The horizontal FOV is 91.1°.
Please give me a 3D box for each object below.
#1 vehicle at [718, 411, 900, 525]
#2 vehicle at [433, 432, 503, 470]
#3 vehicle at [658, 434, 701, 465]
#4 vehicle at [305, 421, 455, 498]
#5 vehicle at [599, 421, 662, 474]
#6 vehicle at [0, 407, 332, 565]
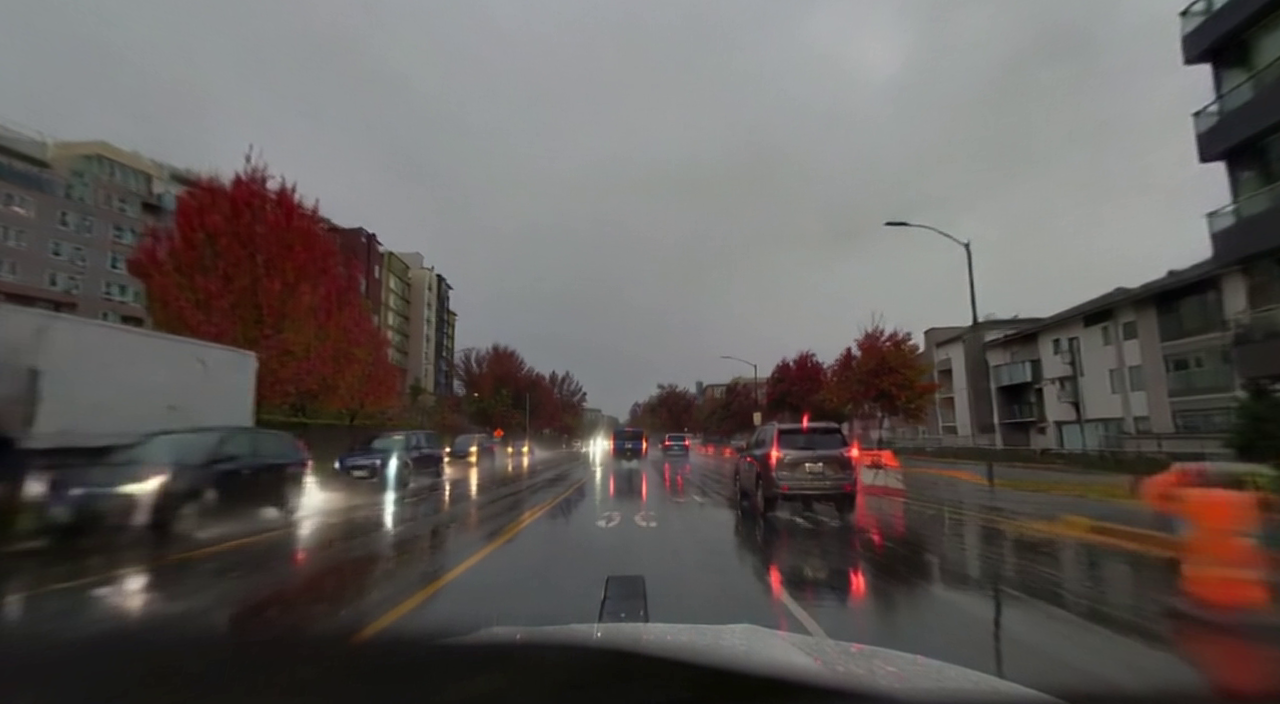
[{"bbox_3d":[3.075,2.292,12.966,2.120,1.828,5.531,0,-9,-1],"label":"vehicle"},{"bbox_3d":[-9.510,5.529,35.182,2.192,1.923,4.970,-1,-9,5],"label":"vehicle"},{"bbox_3d":[2.491,6.359,40.997,2.187,1.835,5.471,0,-8,-2],"label":"vehicle"},{"bbox_3d":[-7.646,3.232,19.308,2.296,1.911,5.688,-2,-8,-1],"label":"vehicle"},{"bbox_3d":[-0.526,4.737,31.141,2.762,2.309,6.723,0,-9,-2],"label":"vehicle"},{"bbox_3d":[-7.302,1.930,9.926,2.437,1.820,4.827,-1,-8,0],"label":"vehicle"}]
